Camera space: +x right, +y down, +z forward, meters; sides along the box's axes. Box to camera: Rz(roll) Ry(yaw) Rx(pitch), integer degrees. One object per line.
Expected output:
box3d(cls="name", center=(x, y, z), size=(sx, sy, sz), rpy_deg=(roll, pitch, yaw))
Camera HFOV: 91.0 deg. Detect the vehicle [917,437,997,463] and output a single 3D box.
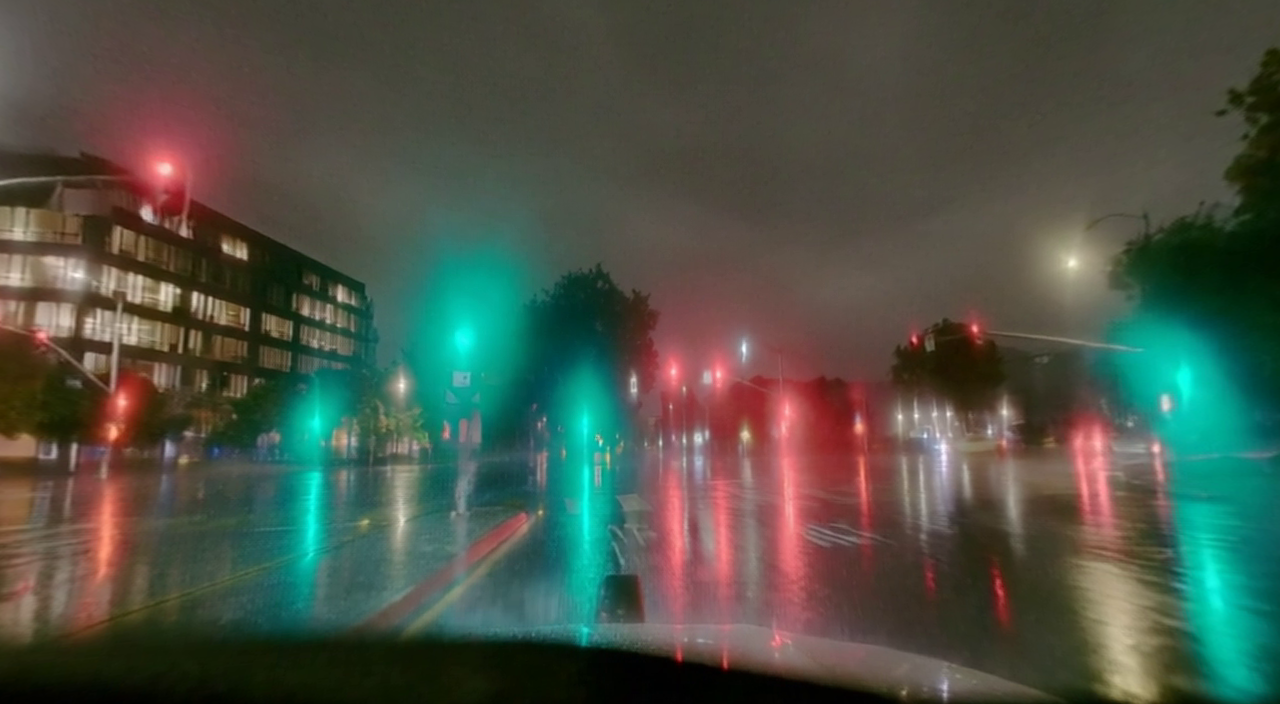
box3d(cls="vehicle", center=(21.191, 6.543, 42.106), size=(4.769, 1.634, 1.884), rpy_deg=(3, -9, -20))
